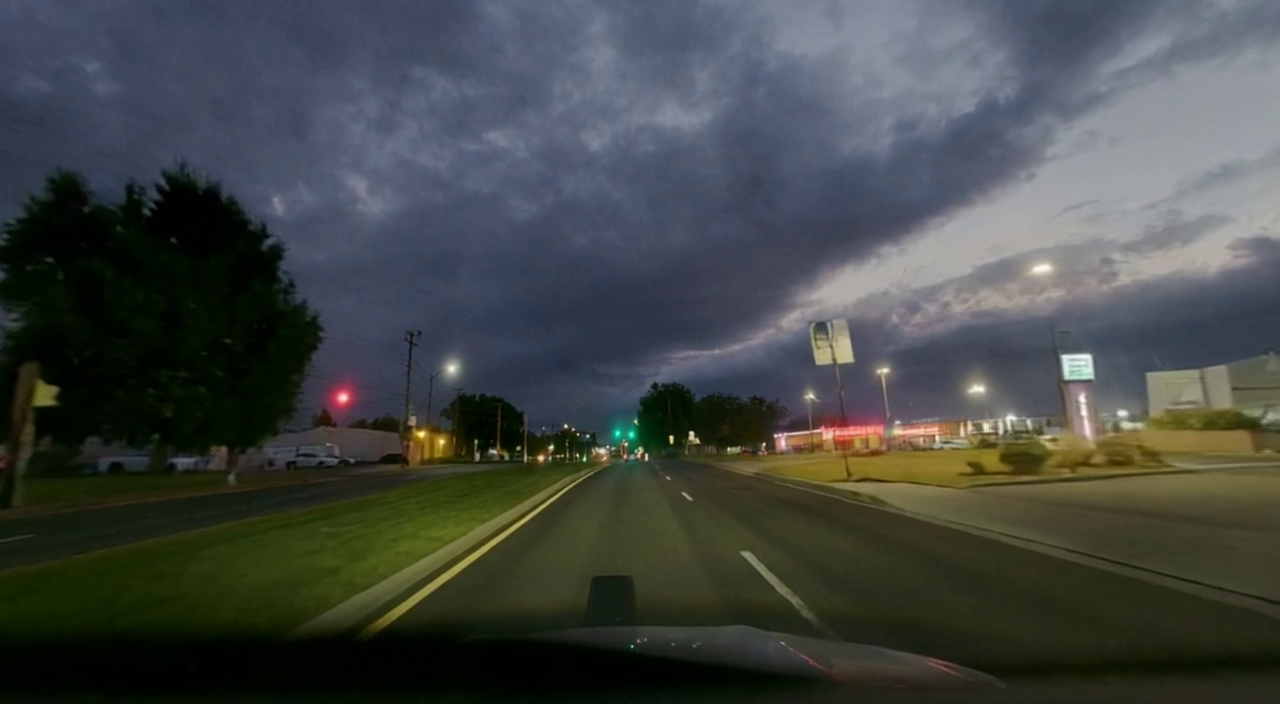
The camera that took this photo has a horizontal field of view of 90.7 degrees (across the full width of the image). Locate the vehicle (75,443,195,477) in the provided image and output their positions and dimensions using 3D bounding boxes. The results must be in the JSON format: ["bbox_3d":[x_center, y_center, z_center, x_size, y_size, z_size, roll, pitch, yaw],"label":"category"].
[{"bbox_3d":[-23.618,5.023,29.845,1.815,1.460,4.642,0,-8,0],"label":"vehicle"}]
